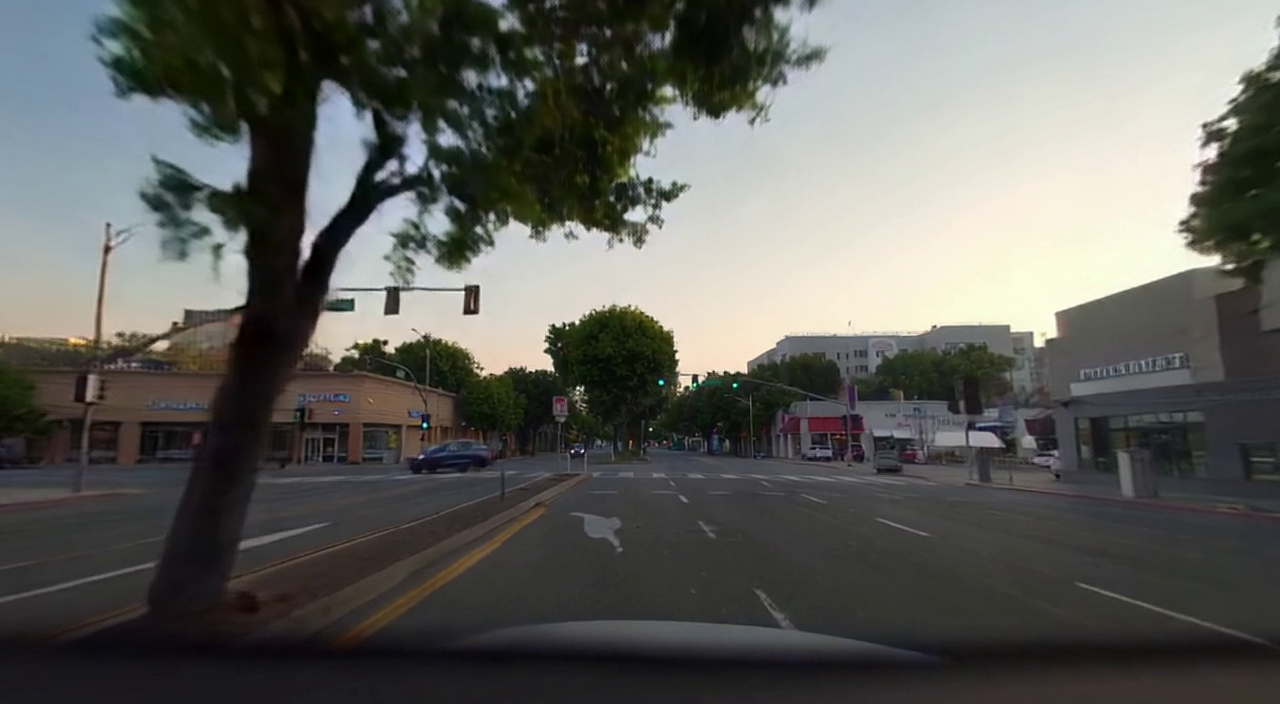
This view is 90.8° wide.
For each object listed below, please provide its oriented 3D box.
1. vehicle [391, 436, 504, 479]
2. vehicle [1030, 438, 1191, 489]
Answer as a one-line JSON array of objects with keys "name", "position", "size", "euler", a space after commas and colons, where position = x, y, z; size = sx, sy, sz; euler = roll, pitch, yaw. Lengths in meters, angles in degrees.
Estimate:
[{"name": "vehicle", "position": [-8.388, 4.570, 27.529], "size": [4.408, 1.728, 2.010], "euler": [4, -9, -24]}, {"name": "vehicle", "position": [22.382, 5.290, 30.404], "size": [2.195, 2.201, 5.616], "euler": [5, -10, -28]}]
